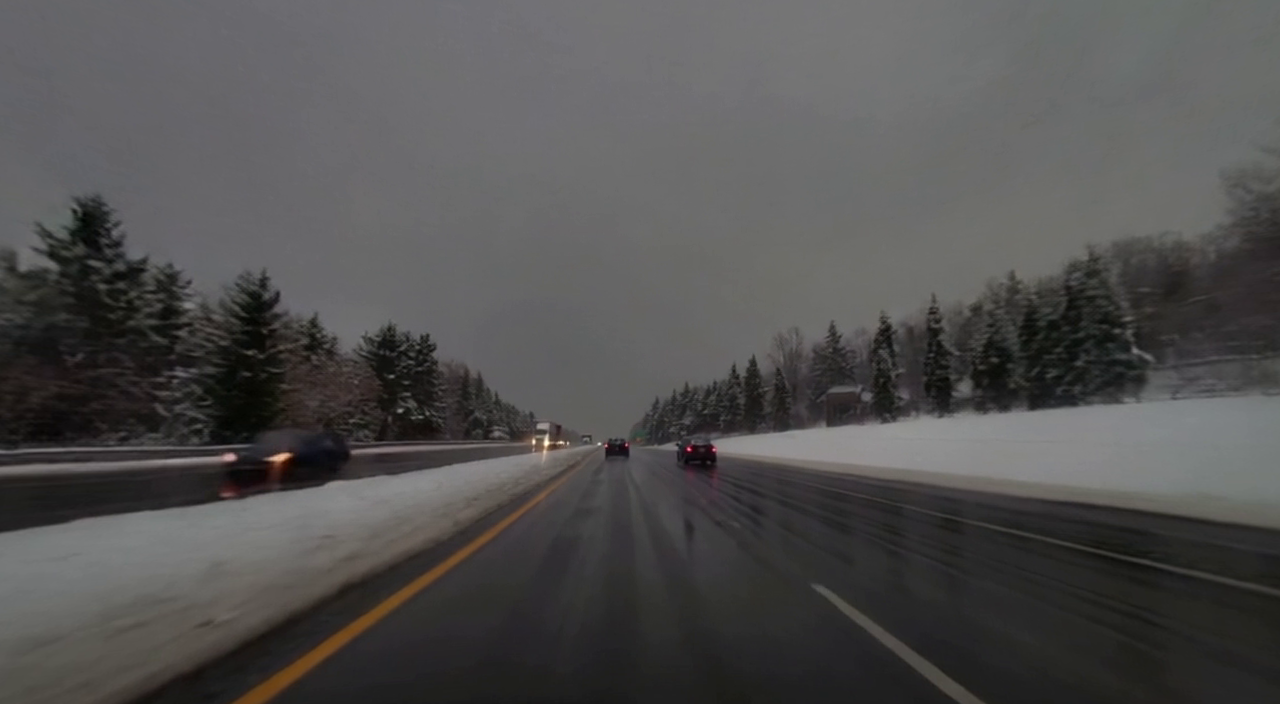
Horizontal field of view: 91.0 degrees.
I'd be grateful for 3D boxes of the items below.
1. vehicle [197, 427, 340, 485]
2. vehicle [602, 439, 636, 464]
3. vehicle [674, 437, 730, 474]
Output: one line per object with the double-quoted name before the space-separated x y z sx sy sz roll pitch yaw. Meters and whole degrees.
"vehicle" -10.680 3.012 18.448 1.872 1.499 3.792 -1 -8 0
"vehicle" -1.412 6.611 41.963 2.178 1.559 4.254 0 -8 -3
"vehicle" 2.744 4.697 28.908 2.146 1.546 3.796 -1 -8 0
